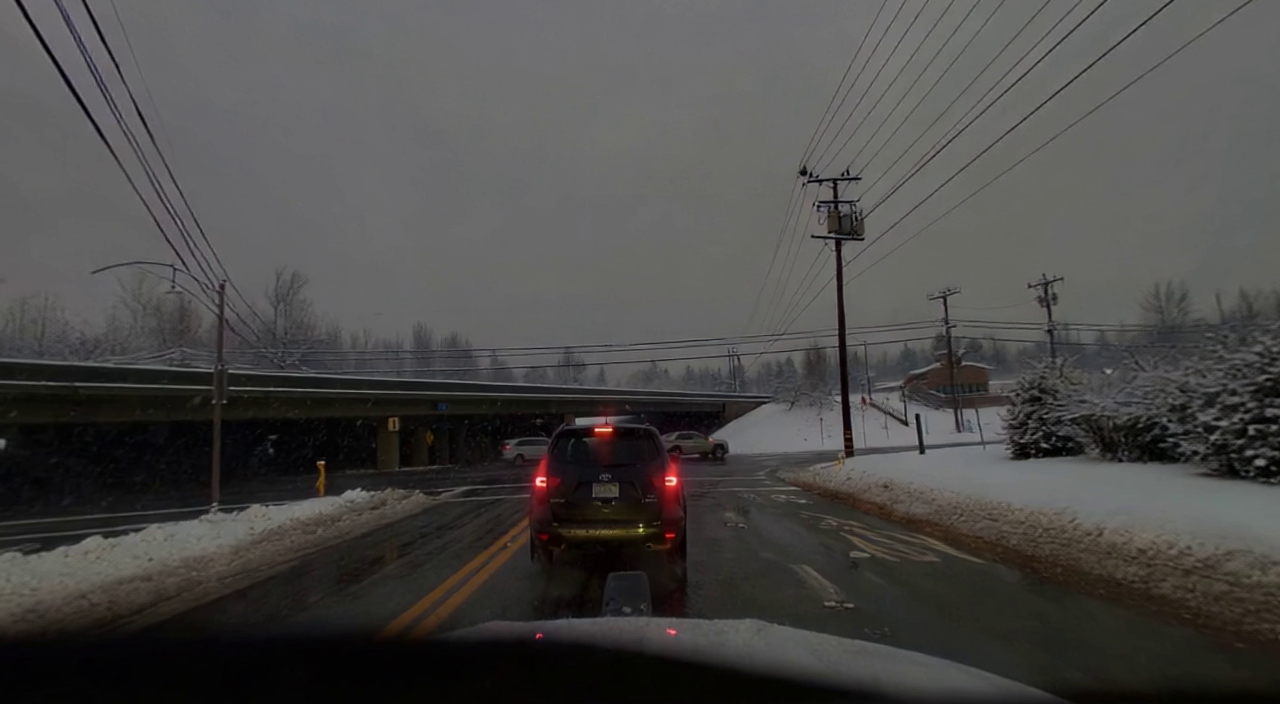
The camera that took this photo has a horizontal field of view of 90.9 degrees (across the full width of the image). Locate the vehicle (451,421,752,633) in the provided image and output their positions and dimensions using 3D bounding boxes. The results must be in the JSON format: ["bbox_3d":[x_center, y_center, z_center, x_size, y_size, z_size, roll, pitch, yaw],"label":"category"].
[{"bbox_3d":[-0.230,1.527,6.468,2.090,1.458,4.033,-1,-9,1],"label":"vehicle"}]
